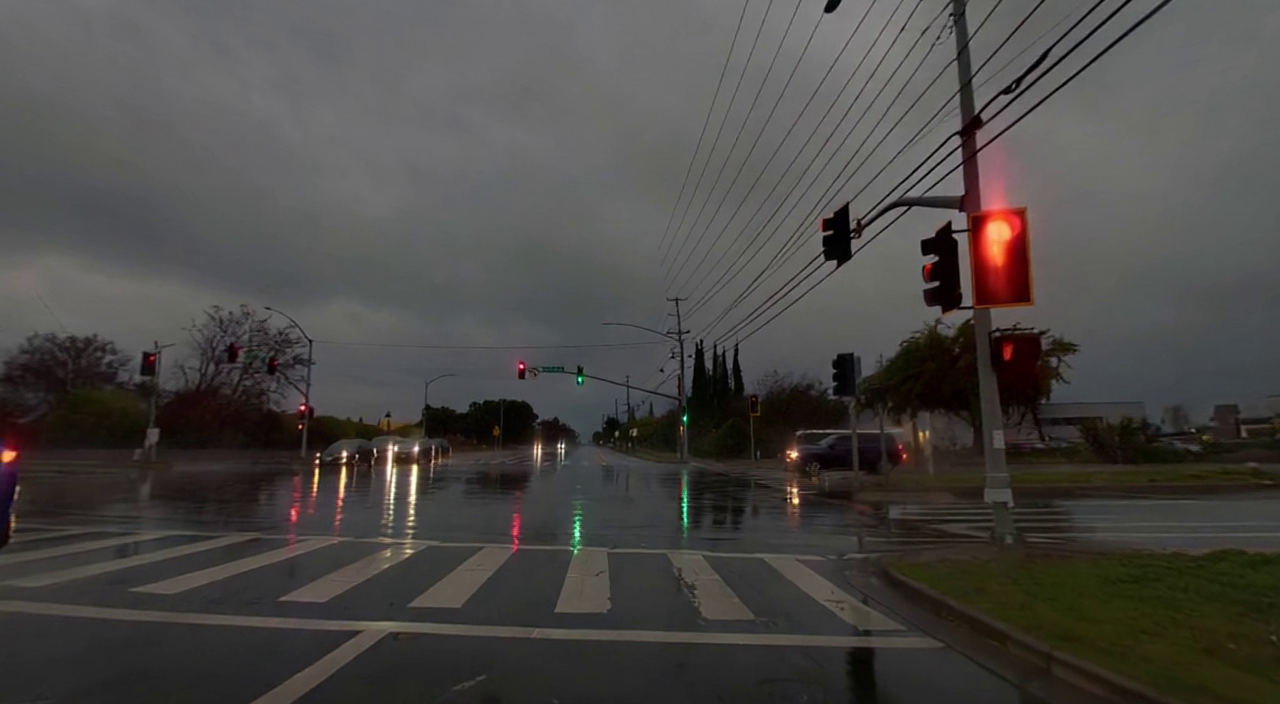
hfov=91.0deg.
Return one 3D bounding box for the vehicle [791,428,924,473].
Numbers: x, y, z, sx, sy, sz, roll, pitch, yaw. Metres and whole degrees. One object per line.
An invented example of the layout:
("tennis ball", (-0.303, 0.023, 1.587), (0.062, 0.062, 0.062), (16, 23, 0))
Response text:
("vehicle", (8.710, 4.014, 25.722), (4.884, 1.714, 2.021), (-2, -9, 12))
